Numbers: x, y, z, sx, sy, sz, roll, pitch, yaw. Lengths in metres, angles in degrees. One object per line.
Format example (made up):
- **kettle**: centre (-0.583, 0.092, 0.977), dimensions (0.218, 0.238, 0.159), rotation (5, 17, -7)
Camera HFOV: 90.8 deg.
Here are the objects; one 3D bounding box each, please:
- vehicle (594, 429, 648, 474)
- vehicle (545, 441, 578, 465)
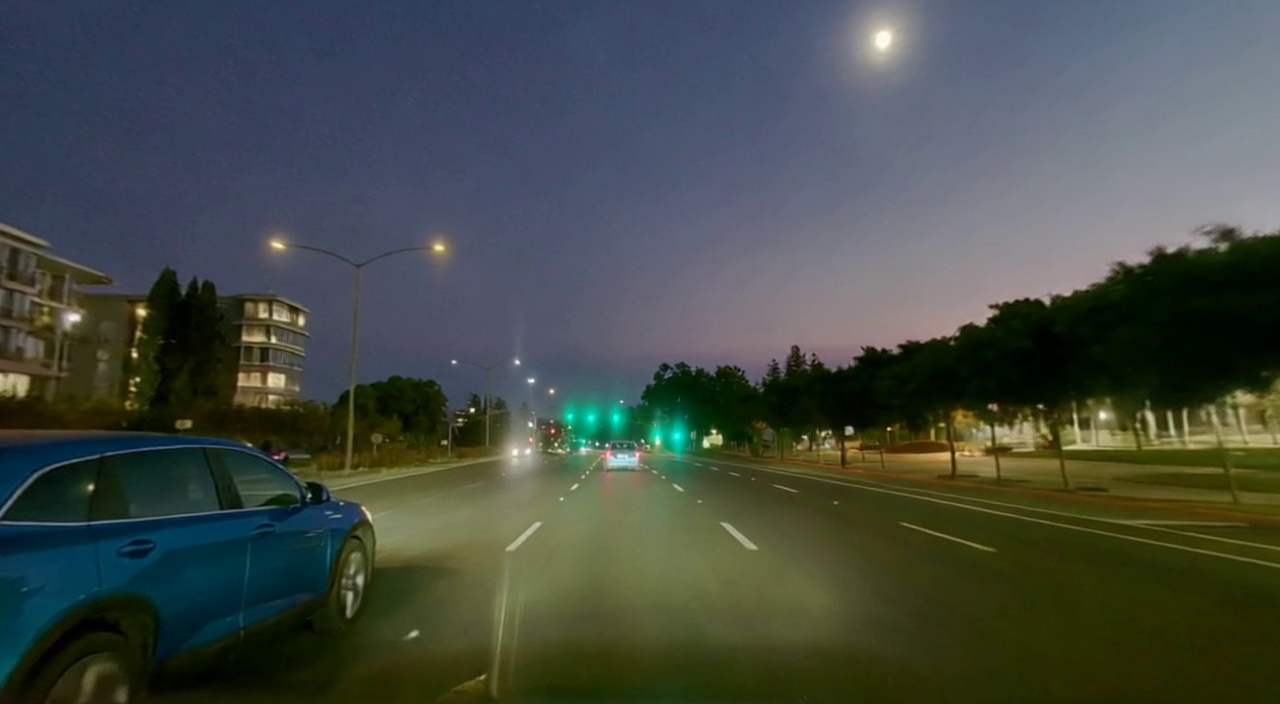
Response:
- **vehicle**: centre (-0.895, 4.500, 28.859), dimensions (2.260, 1.872, 4.578), rotation (0, -8, -3)
- **vehicle**: centre (-4.987, 6.439, 40.530), dimensions (1.904, 1.460, 4.300), rotation (1, -8, -4)
